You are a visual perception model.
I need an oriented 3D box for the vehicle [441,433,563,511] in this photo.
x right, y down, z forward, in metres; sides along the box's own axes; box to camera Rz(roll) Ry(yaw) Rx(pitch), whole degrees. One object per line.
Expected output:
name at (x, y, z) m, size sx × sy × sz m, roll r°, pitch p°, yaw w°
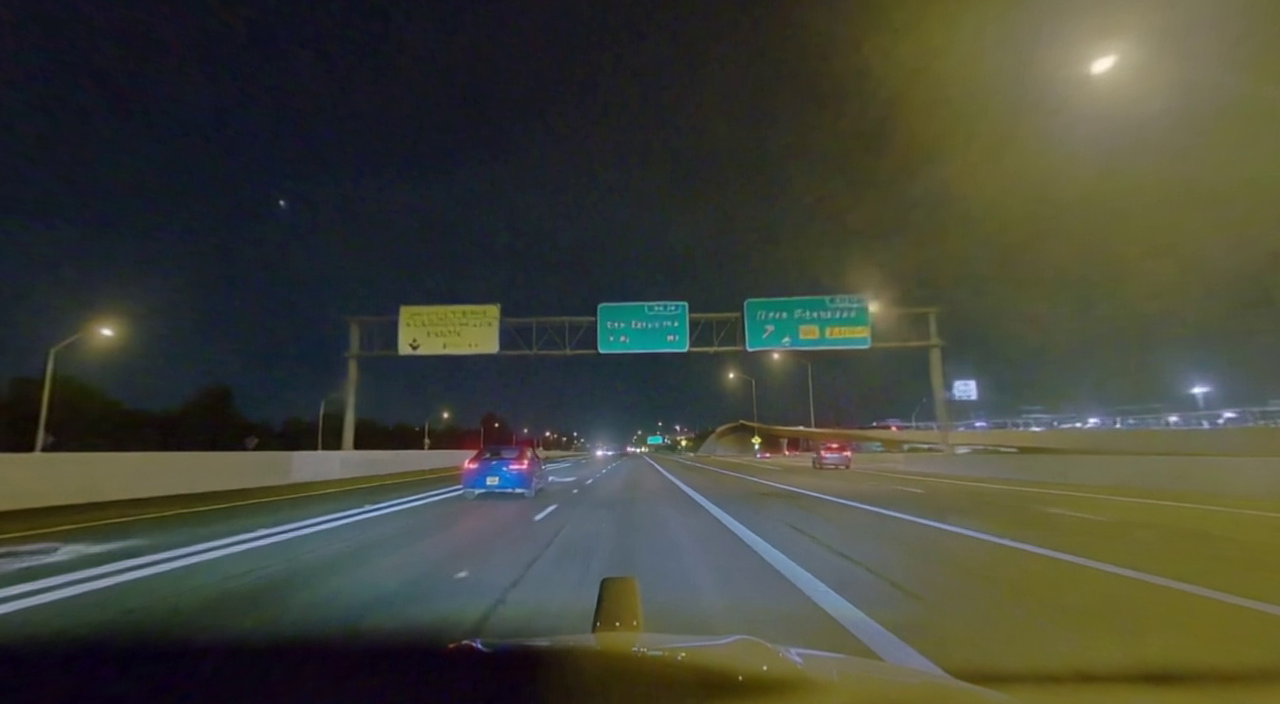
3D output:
vehicle at (-3.320, 2.989, 16.245) m, size 2.178 × 1.699 × 4.321 m, roll 0°, pitch -8°, yaw 0°
